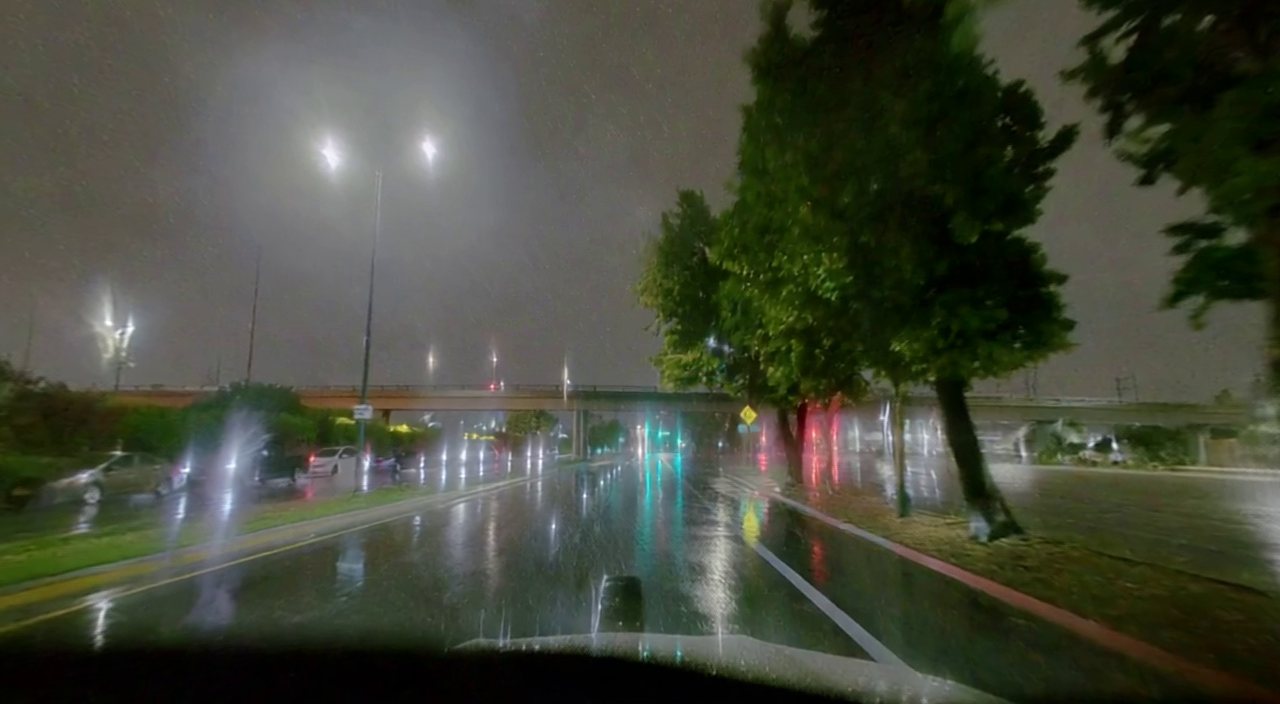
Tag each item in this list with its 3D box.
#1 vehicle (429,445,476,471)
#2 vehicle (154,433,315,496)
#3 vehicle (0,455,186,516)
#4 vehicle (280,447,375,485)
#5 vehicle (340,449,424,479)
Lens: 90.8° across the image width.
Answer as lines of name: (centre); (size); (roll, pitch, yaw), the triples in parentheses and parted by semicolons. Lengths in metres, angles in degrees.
vehicle: (-13.391, 7.571, 45.395); (1.903, 1.703, 4.346); (1, -9, 1)
vehicle: (-14.397, 4.080, 22.963); (2.074, 1.910, 5.314); (3, -10, 2)
vehicle: (-14.654, 3.458, 16.853); (1.875, 1.353, 4.075); (1, -9, 2)
vehicle: (-13.976, 5.114, 28.597); (1.908, 1.559, 4.301); (0, -9, 3)
vehicle: (-13.896, 6.047, 34.467); (2.155, 1.477, 5.369); (-1, -8, 3)
